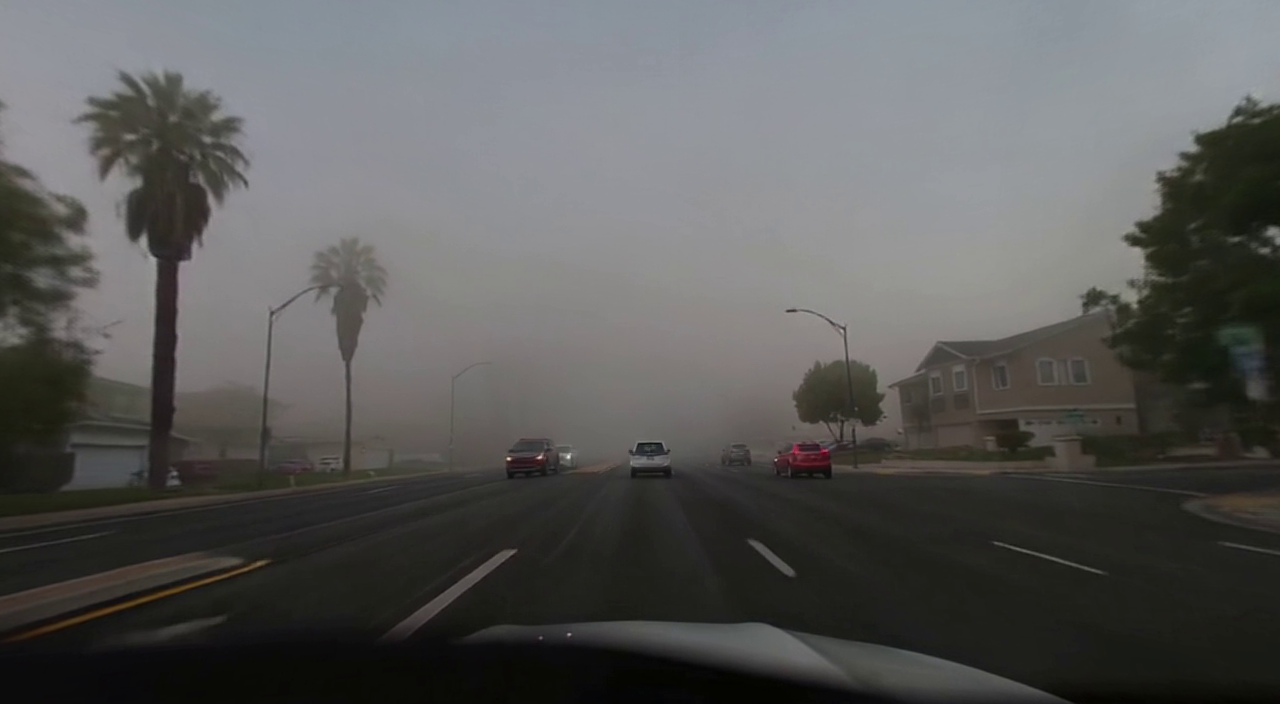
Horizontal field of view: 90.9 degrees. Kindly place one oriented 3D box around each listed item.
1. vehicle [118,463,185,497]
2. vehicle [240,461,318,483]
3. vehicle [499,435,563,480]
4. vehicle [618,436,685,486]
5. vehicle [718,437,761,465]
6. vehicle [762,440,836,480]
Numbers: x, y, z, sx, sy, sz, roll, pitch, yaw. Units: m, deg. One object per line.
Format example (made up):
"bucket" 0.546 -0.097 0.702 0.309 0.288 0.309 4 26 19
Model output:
"vehicle" -25.619 6.648 32.989 4.694 1.484 1.893 -8 -11 42
"vehicle" -26.290 8.728 45.953 4.548 1.441 1.946 -1 -7 2
"vehicle" -5.125 5.004 30.229 2.193 1.967 4.600 0 -8 0
"vehicle" 0.358 4.011 23.580 2.289 1.679 4.180 0 -8 -1
"vehicle" 7.540 7.581 48.534 2.436 2.010 5.595 0 -8 0
"vehicle" 6.448 4.419 26.036 1.897 1.477 4.360 0 -8 0
